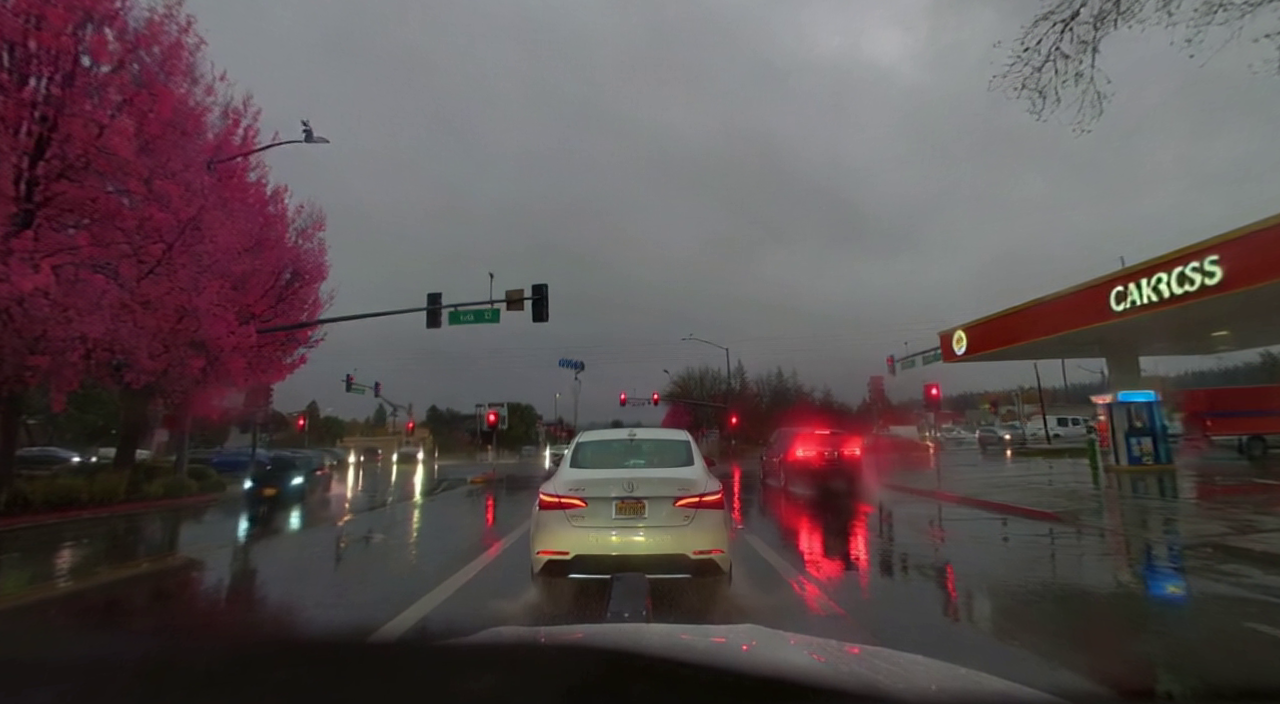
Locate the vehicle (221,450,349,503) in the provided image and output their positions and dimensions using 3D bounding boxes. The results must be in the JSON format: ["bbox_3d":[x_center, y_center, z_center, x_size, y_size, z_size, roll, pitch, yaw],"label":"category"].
[{"bbox_3d":[-11.310,3.951,20.515,1.944,1.465,4.609,1,-8,-7],"label":"vehicle"}]

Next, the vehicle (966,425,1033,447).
[{"bbox_3d":[27.394,6.445,48.064,3.968,1.572,1.740,0,-9,4],"label":"vehicle"}]

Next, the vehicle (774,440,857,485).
[{"bbox_3d":[6.554,4.155,24.071,1.942,1.511,4.390,0,-8,0],"label":"vehicle"}]

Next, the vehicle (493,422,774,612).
[{"bbox_3d":[-0.064,1.606,7.081,2.213,1.482,4.057,0,-8,0],"label":"vehicle"}]

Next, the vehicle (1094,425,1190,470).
[{"bbox_3d":[18.587,3.508,23.272,4.300,1.495,2.053,8,-11,-43],"label":"vehicle"}]

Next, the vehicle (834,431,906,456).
[{"bbox_3d":[16.370,6.519,44.928,4.622,1.675,2.022,-3,-9,21],"label":"vehicle"}]

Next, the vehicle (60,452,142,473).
[{"bbox_3d":[-39.578,8.106,46.313,4.511,1.407,1.764,-1,-8,5],"label":"vehicle"}]

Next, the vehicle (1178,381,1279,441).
[{"bbox_3d":[43.343,4.063,42.856,10.890,3.868,3.021,0,-8,-4],"label":"vehicle"}]
